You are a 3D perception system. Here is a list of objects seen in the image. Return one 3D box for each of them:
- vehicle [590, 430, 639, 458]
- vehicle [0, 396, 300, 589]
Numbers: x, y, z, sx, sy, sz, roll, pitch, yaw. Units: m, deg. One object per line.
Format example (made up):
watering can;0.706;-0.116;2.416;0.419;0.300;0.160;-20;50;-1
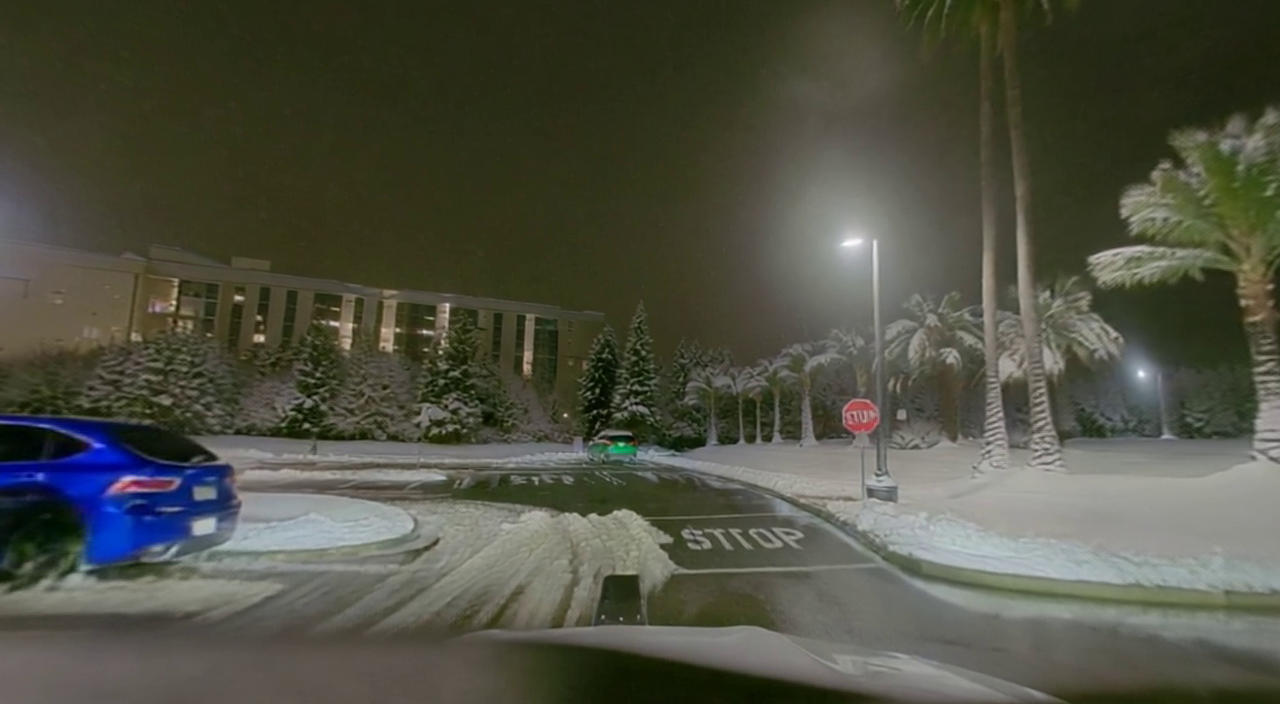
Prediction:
vehicle;-1.690;5.933;40.667;2.071;1.700;4.367;3;-9;-18
vehicle;-6.516;1.413;6.920;4.615;1.642;1.978;-2;-9;12
